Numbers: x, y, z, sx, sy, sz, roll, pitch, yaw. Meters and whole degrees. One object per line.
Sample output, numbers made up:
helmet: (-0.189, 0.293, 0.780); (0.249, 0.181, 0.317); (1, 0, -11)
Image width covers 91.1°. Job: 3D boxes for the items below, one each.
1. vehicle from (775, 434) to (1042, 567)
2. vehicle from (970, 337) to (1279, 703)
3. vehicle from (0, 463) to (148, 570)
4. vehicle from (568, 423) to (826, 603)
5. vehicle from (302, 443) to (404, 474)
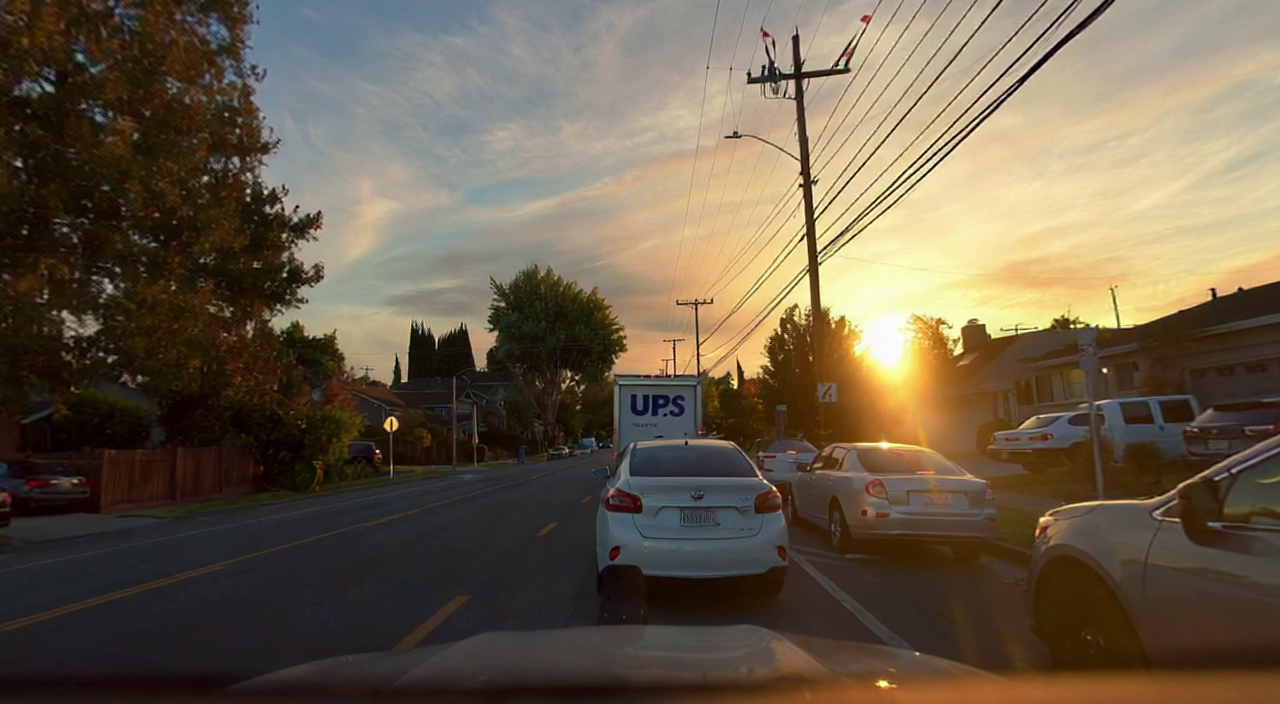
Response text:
vehicle: (3.511, 2.011, 9.355); (1.993, 1.479, 4.487); (0, -8, 0)
vehicle: (3.307, 0.772, 1.928); (2.069, 1.722, 4.888); (0, -8, 2)
vehicle: (-10.354, 2.500, 9.502); (1.925, 1.482, 4.753); (0, -8, 0)
vehicle: (0.473, 1.682, 7.531); (2.158, 1.499, 4.377); (0, -8, 0)
vehicle: (-17.436, 6.474, 38.303); (5.274, 1.793, 1.921); (0, -9, 3)
